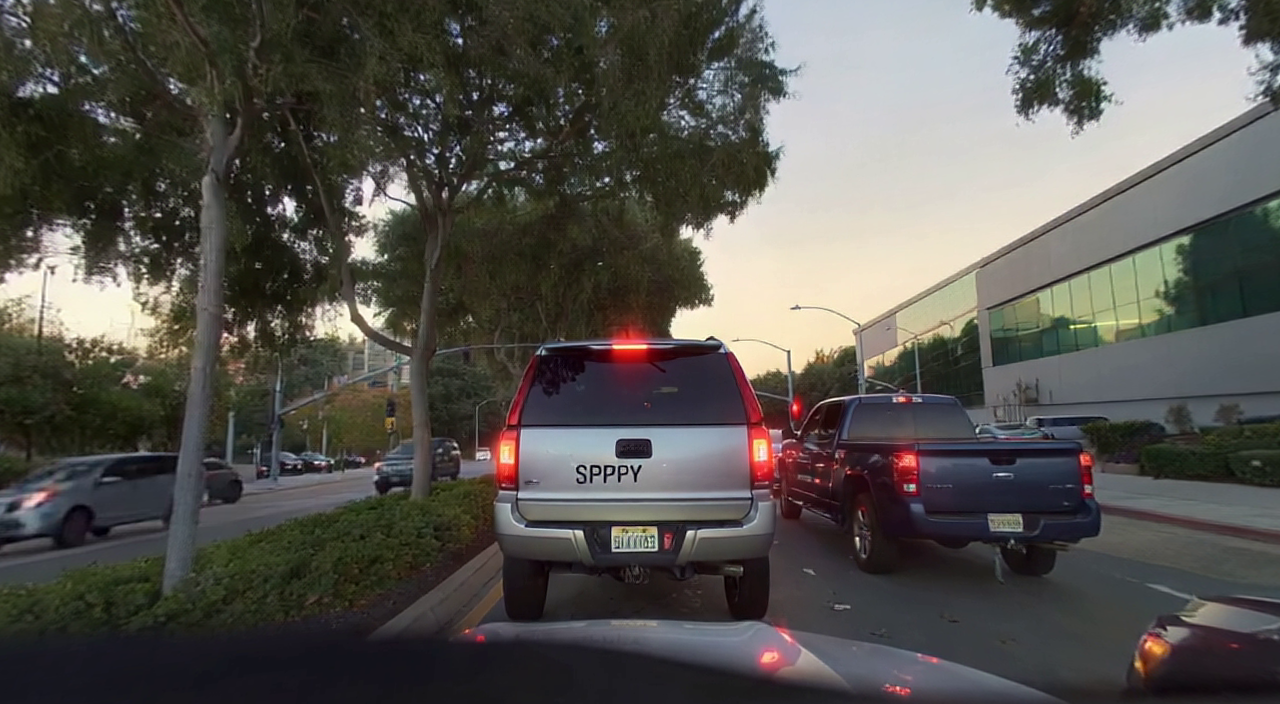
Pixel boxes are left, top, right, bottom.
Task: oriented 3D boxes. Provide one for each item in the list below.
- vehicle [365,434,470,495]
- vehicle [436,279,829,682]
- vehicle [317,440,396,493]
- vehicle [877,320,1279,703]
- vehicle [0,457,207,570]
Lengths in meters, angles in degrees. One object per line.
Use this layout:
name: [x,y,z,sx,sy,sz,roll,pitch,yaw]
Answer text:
vehicle: [-8.569,4.371,24.977,2.136,2.109,5.377,0,-8,1]
vehicle: [0.010,1.038,5.969,2.267,2.372,4.366,0,-8,2]
vehicle: [-15.732,6.346,35.383,1.924,2.730,5.024,0,-8,2]
vehicle: [3.083,0.984,3.458,2.022,1.700,4.410,0,-8,3]
vehicle: [-12.154,3.301,13.747,1.965,1.897,4.821,0,-8,0]
